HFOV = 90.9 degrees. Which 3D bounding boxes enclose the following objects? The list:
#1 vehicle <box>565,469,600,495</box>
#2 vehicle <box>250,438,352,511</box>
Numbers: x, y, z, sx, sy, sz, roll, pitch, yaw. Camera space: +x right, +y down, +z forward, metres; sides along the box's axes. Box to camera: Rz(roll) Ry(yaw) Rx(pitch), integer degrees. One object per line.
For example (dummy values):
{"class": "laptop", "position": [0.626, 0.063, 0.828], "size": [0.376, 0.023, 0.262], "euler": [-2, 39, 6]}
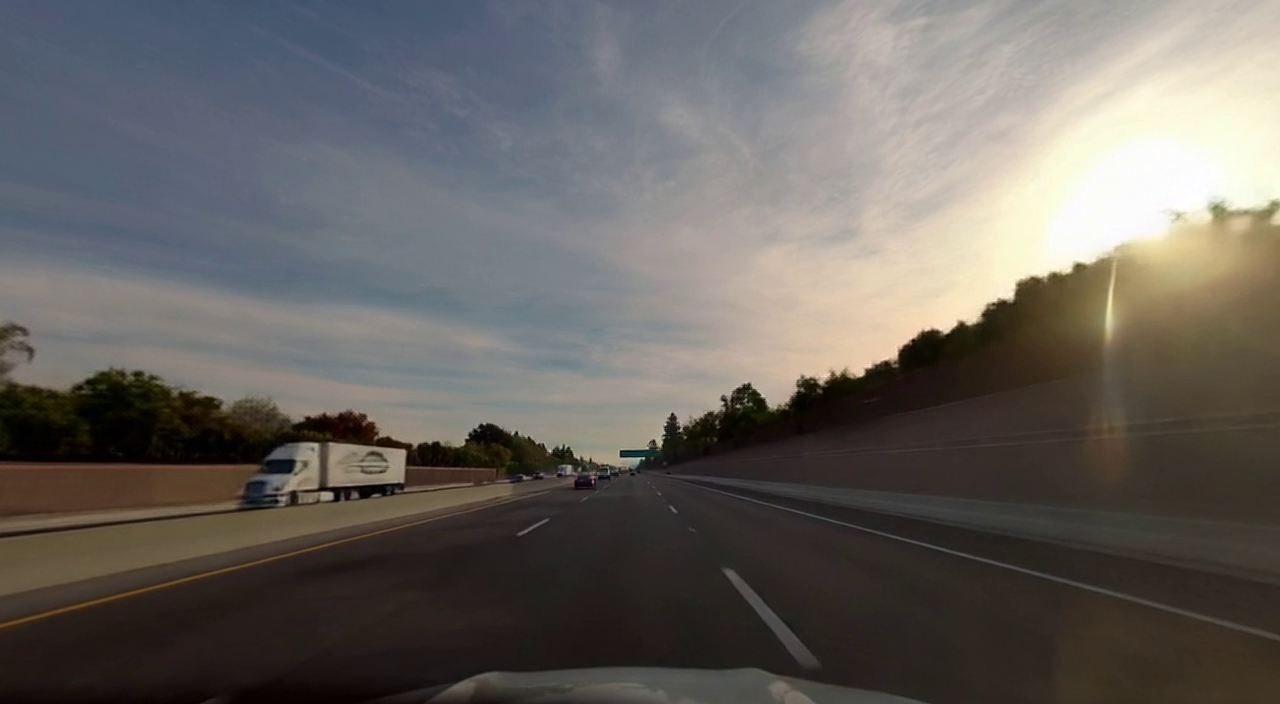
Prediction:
{"class": "vehicle", "position": [-3.544, 8.067, 39.239], "size": [1.863, 1.486, 3.852], "euler": [1, -10, -1]}
{"class": "vehicle", "position": [-21.784, 7.940, 41.013], "size": [2.975, 4.273, 6.131], "euler": [1, -11, 0]}
